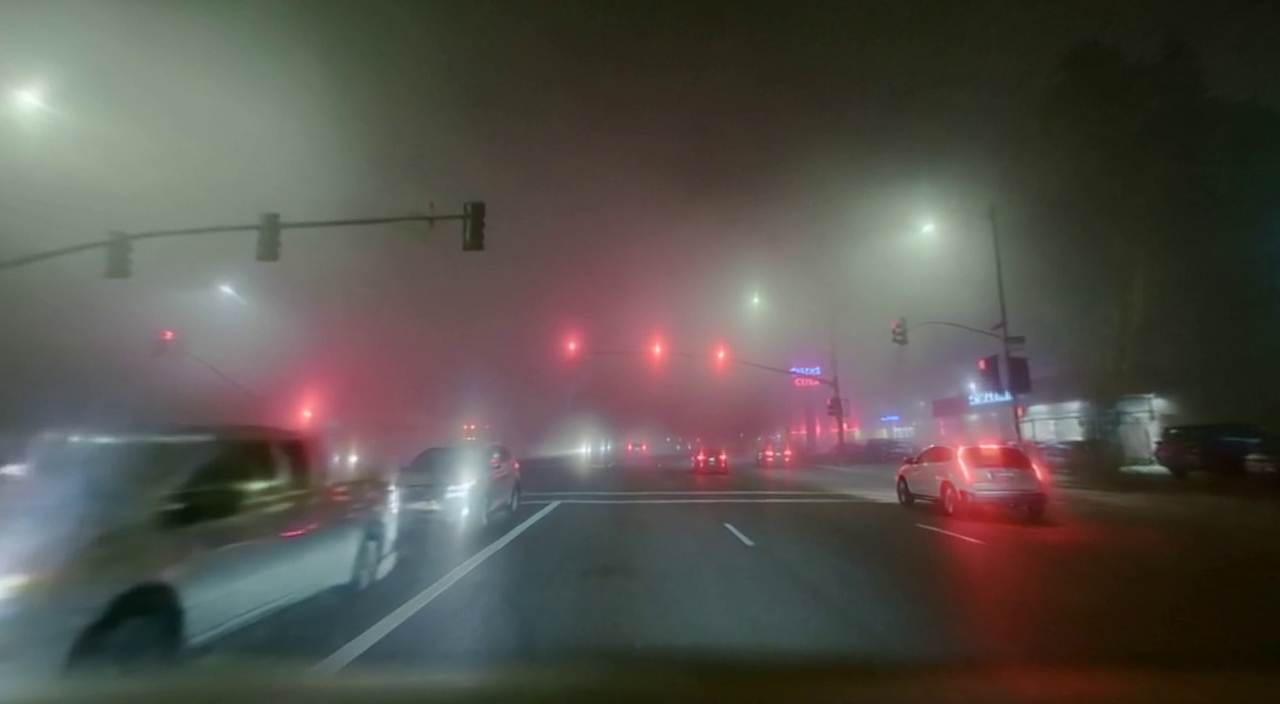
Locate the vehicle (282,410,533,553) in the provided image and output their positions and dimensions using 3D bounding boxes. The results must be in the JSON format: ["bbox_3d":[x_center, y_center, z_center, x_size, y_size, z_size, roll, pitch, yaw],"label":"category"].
[{"bbox_3d":[-3.389,2.021,10.604,2.304,1.794,5.004,0,-8,0],"label":"vehicle"}]

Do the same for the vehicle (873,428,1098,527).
[{"bbox_3d":[6.763,2.487,13.146,2.002,1.651,4.647,0,-8,-1],"label":"vehicle"}]

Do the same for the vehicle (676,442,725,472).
[{"bbox_3d":[3.215,5.665,34.306,2.099,1.463,4.365,0,-8,-2],"label":"vehicle"}]

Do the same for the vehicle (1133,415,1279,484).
[{"bbox_3d":[19.963,3.307,21.645,6.595,2.059,2.513,5,-10,-32],"label":"vehicle"}]

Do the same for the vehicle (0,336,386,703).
[{"bbox_3d":[-3.382,0.994,3.482,2.118,1.721,4.464,0,-8,0],"label":"vehicle"}]
